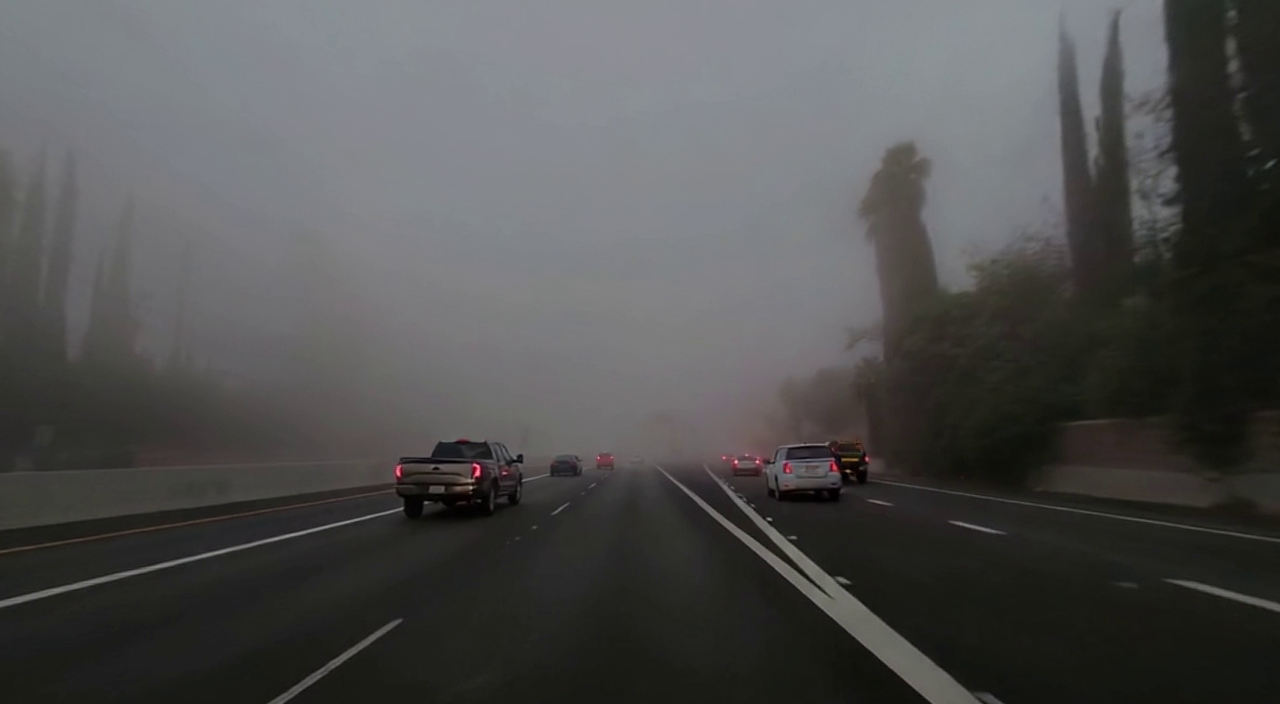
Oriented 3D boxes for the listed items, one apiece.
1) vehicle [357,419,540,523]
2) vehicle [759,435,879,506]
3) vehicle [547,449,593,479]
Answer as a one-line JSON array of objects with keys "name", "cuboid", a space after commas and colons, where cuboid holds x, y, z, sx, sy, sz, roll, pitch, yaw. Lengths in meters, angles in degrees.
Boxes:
[{"name": "vehicle", "cuboid": [-4.113, 2.726, 14.952, 2.420, 1.937, 5.916, 0, -9, 1]}, {"name": "vehicle", "cuboid": [5.055, 3.449, 18.745, 2.303, 1.791, 5.247, -1, -9, 3]}, {"name": "vehicle", "cuboid": [-3.920, 6.367, 36.045, 2.052, 1.545, 4.470, 0, -9, 1]}]
